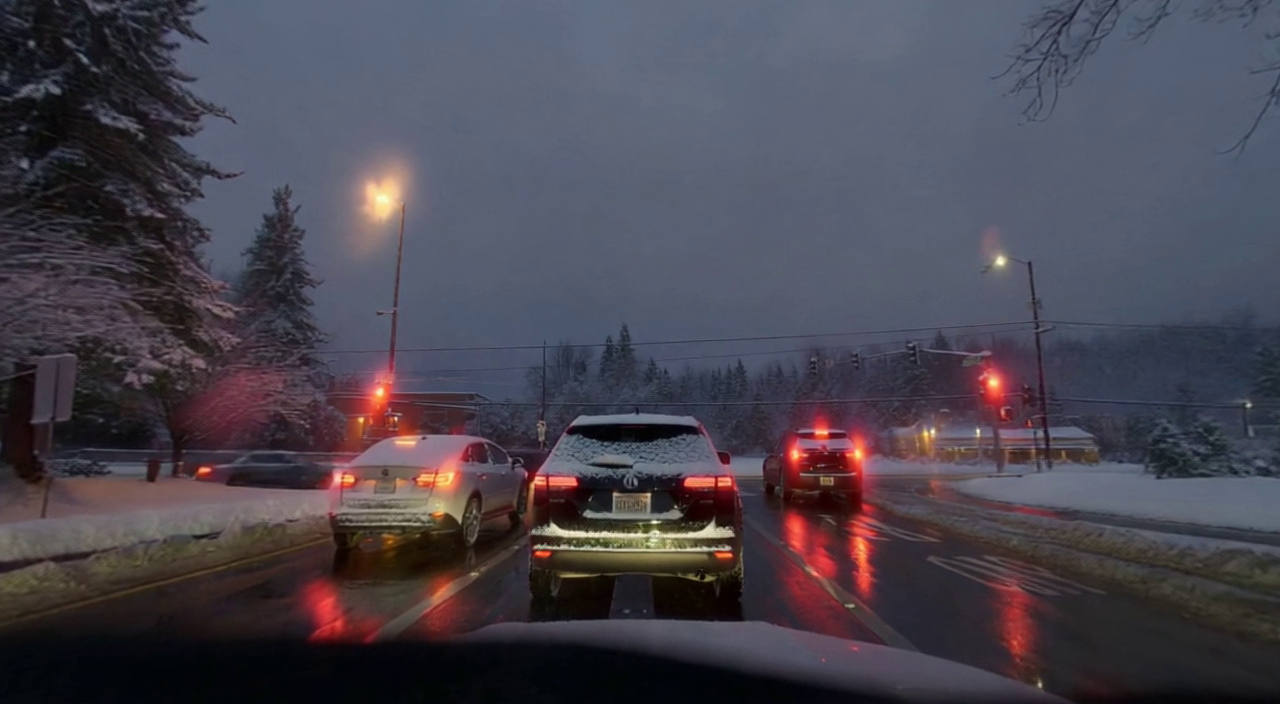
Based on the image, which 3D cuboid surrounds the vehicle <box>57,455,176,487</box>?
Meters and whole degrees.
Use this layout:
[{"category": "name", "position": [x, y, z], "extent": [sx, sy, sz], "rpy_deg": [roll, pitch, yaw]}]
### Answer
[{"category": "vehicle", "position": [-26.089, 5.929, 31.564], "extent": [4.140, 1.444, 1.742], "rpy_deg": [2, -8, -16]}]

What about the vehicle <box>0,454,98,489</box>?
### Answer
[{"category": "vehicle", "position": [-27.114, 5.270, 27.942], "extent": [4.198, 1.444, 1.765], "rpy_deg": [2, -9, -15]}]

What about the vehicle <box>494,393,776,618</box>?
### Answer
[{"category": "vehicle", "position": [-0.034, 1.524, 7.179], "extent": [2.203, 1.757, 4.286], "rpy_deg": [0, -8, 0]}]

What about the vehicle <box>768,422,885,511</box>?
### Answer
[{"category": "vehicle", "position": [4.807, 2.993, 16.919], "extent": [2.084, 2.053, 4.073], "rpy_deg": [-1, -8, 4]}]

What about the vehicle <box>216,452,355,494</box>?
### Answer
[{"category": "vehicle", "position": [-13.590, 4.643, 24.452], "extent": [4.308, 1.494, 1.829], "rpy_deg": [2, -9, -15]}]

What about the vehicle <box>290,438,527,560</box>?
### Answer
[{"category": "vehicle", "position": [-3.194, 2.099, 9.855], "extent": [1.913, 1.453, 4.413], "rpy_deg": [0, -8, 2]}]
